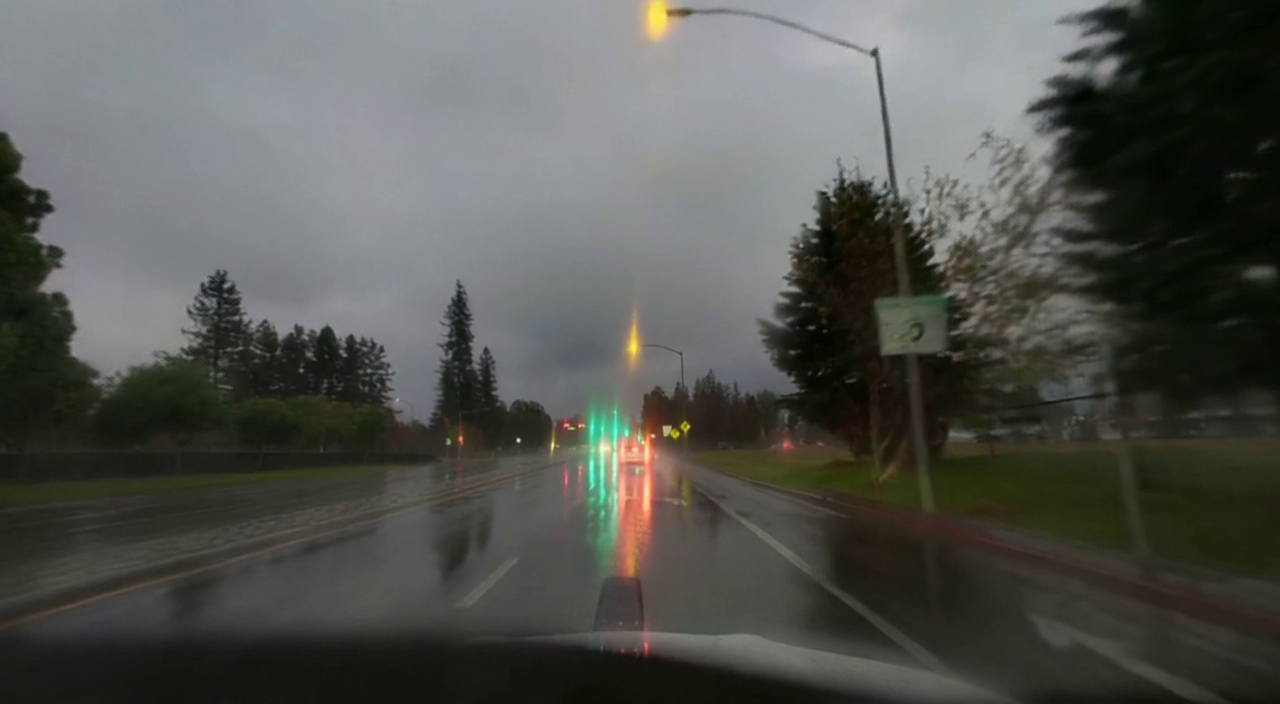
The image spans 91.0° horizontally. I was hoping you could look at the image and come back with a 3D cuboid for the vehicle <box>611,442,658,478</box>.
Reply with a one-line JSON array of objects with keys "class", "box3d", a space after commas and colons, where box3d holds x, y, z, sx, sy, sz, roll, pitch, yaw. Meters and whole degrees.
[{"class": "vehicle", "box3d": [-0.258, 4.739, 27.937, 1.954, 1.469, 3.465, 0, -8, -1]}]
